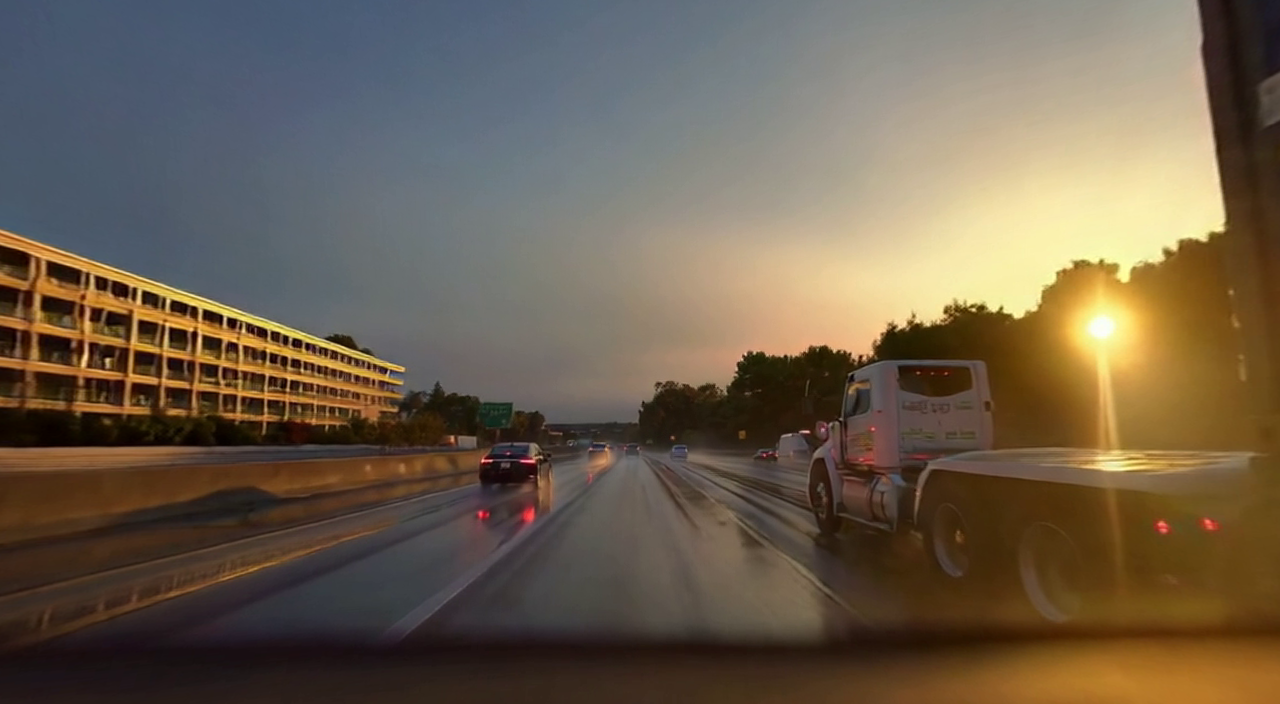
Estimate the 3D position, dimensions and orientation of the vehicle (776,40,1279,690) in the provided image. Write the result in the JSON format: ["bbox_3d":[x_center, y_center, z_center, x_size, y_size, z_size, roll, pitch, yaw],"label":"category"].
[{"bbox_3d":[3.684,0.417,6.801,3.089,3.779,6.420,0,-9,2],"label":"vehicle"}]

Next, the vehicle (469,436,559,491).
[{"bbox_3d":[-3.783,3.427,19.702,1.954,1.528,4.010,0,-9,0],"label":"vehicle"}]
